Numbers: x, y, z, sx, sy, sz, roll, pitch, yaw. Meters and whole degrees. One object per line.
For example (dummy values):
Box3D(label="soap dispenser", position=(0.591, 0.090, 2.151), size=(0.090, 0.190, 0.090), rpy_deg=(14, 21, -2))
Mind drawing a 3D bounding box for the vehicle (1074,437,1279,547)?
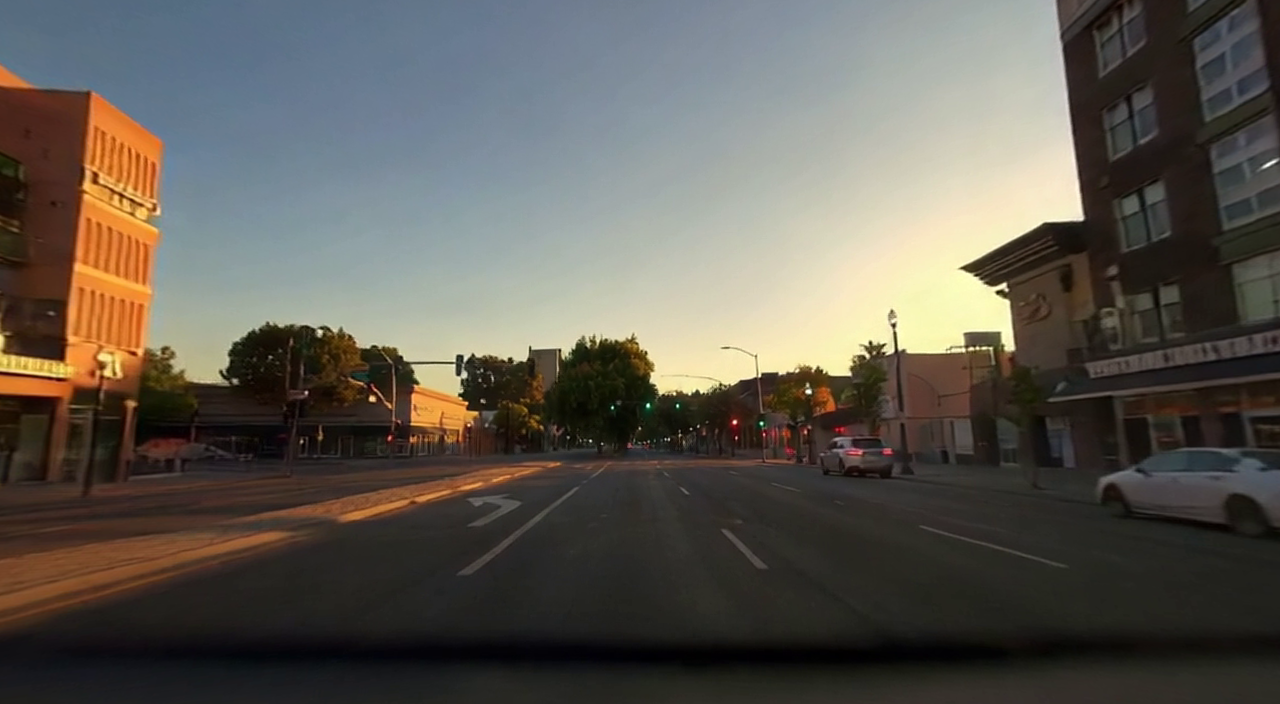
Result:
Box3D(label="vehicle", position=(9.613, 2.131, 10.135), size=(1.945, 1.478, 4.653), rpy_deg=(0, -9, -1))

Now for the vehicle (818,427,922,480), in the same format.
Box3D(label="vehicle", position=(9.972, 4.473, 28.074), size=(2.273, 2.103, 5.788), rpy_deg=(0, -9, -2))
